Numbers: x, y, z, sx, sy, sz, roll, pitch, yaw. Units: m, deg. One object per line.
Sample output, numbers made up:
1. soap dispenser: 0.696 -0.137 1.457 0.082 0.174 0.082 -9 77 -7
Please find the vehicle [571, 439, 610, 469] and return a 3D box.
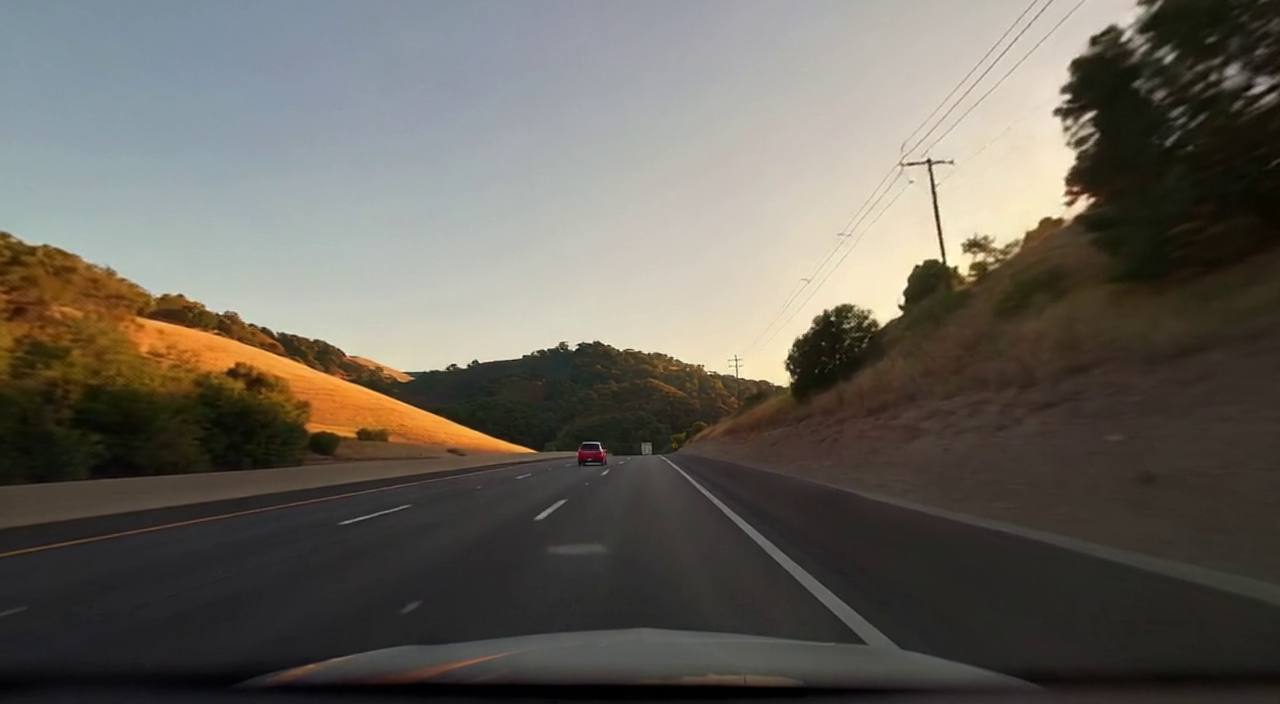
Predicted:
1. vehicle: -3.197 6.687 41.603 2.136 1.845 4.515 -1 -8 1
